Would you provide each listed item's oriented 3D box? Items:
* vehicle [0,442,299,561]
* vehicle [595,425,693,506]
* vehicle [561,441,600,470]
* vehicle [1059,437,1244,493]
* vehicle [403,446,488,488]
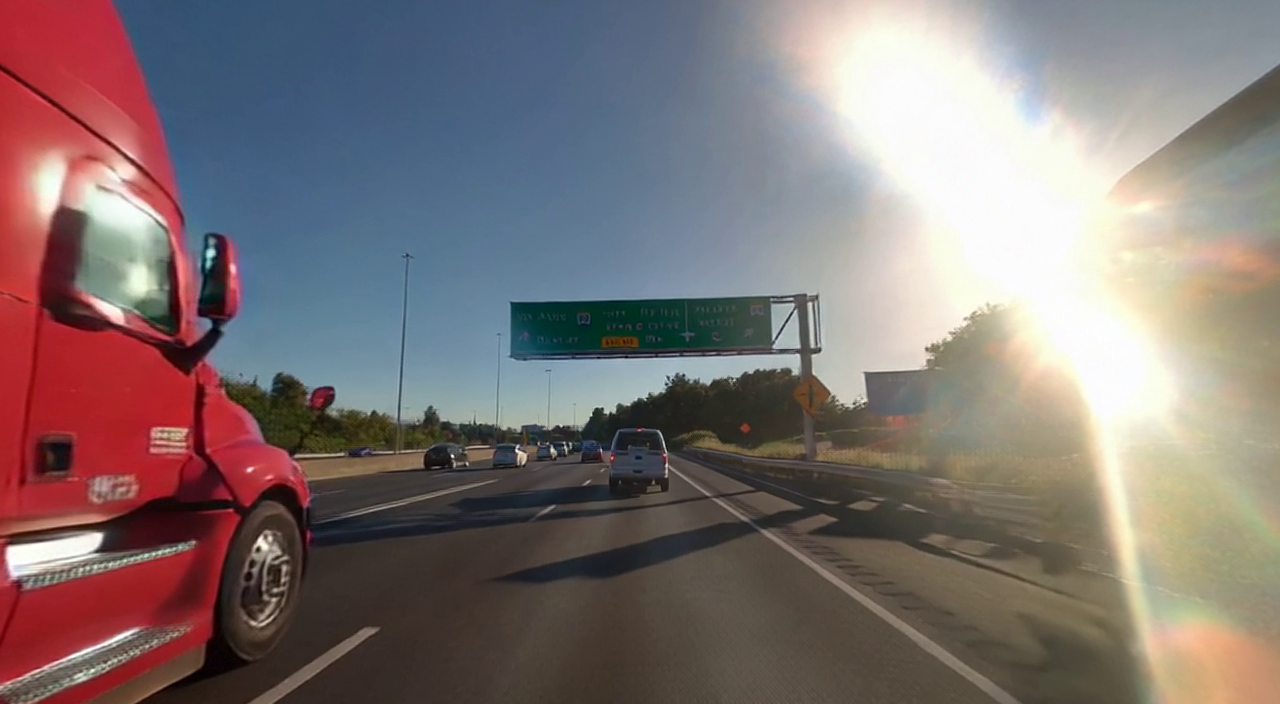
[{"bbox_3d":[-7.589,2.189,10.044,1.864,1.458,4.295,0,-9,0],"label":"vehicle"},{"bbox_3d":[0.080,2.806,15.954,2.152,1.779,3.924,0,-9,0],"label":"vehicle"},{"bbox_3d":[-3.527,6.227,38.202,1.952,1.649,4.131,0,-9,1],"label":"vehicle"},{"bbox_3d":[15.280,3.391,19.292,1.918,1.472,4.782,-1,-9,4],"label":"vehicle"},{"bbox_3d":[-7.357,4.385,24.372,1.869,1.466,4.217,0,-9,1],"label":"vehicle"}]
